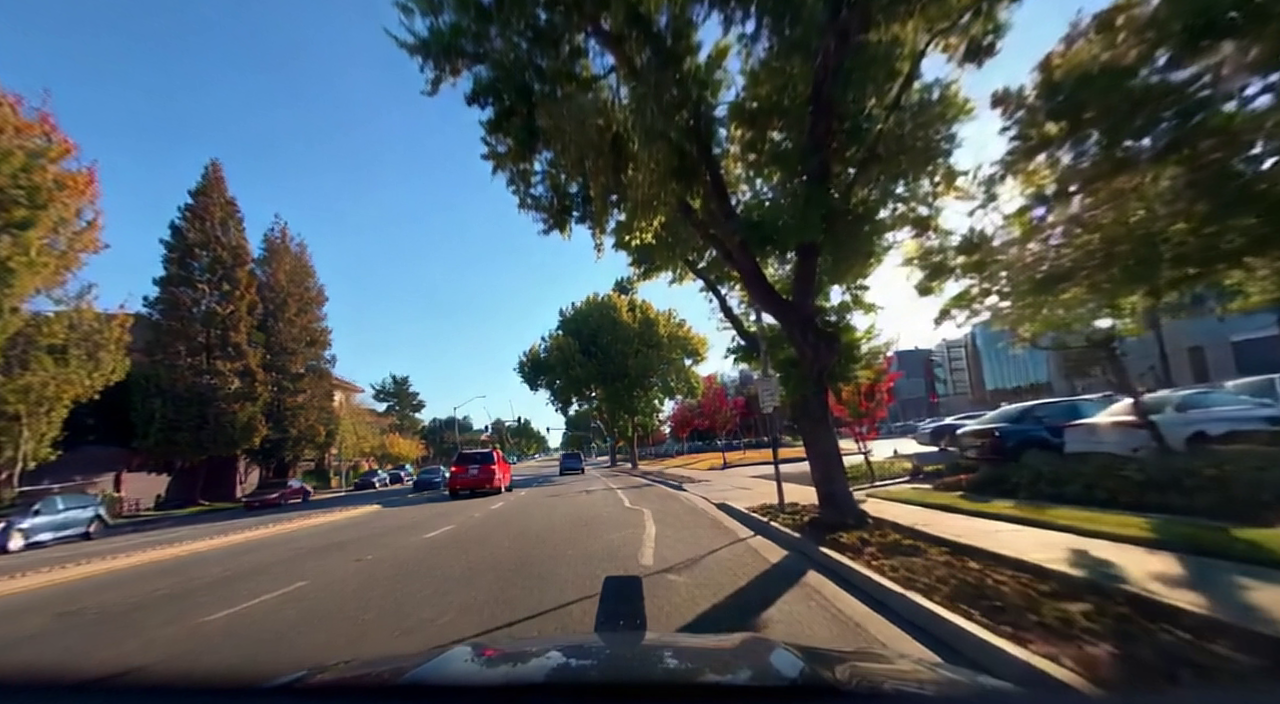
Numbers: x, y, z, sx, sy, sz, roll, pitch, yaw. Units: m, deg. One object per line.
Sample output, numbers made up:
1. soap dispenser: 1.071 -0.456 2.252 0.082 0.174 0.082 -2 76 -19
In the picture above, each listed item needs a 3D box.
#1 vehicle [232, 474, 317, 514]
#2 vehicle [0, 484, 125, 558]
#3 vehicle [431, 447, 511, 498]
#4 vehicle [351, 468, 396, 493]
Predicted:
1. vehicle: -17.885 6.907 31.142 1.874 1.392 4.633 -5 -8 -7
2. vehicle: -16.245 4.448 16.775 1.898 1.477 4.184 -2 -8 -5
3. vehicle: -6.431 4.603 24.606 2.097 1.755 4.336 0 -9 -3
4. vehicle: -19.636 9.469 46.715 1.880 1.476 4.715 -2 -8 -8
